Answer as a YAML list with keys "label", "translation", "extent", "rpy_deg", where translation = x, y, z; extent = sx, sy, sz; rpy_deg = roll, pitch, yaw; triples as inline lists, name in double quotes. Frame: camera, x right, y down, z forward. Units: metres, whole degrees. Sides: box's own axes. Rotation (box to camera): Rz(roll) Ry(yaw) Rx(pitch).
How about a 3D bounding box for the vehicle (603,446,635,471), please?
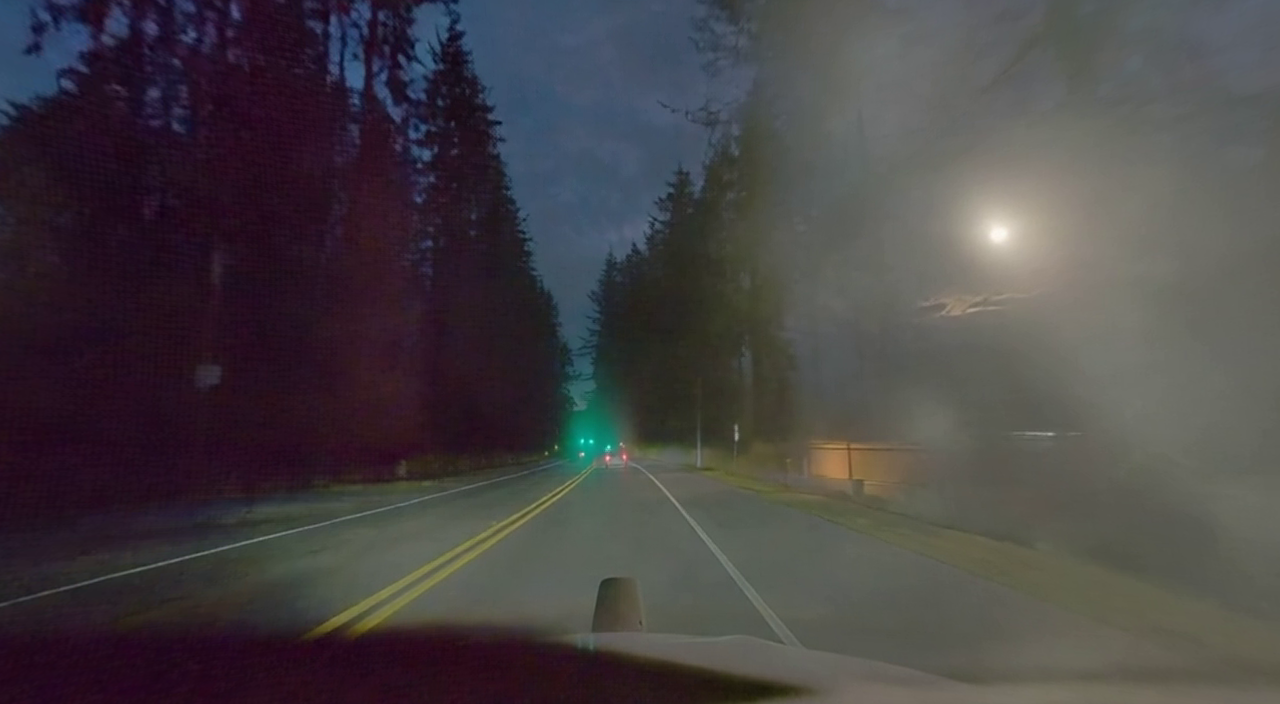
- label: "vehicle"
  translation: [-1.443, 7.029, 41.906]
  extent: [2.042, 1.489, 3.963]
  rpy_deg: [0, -9, -3]
